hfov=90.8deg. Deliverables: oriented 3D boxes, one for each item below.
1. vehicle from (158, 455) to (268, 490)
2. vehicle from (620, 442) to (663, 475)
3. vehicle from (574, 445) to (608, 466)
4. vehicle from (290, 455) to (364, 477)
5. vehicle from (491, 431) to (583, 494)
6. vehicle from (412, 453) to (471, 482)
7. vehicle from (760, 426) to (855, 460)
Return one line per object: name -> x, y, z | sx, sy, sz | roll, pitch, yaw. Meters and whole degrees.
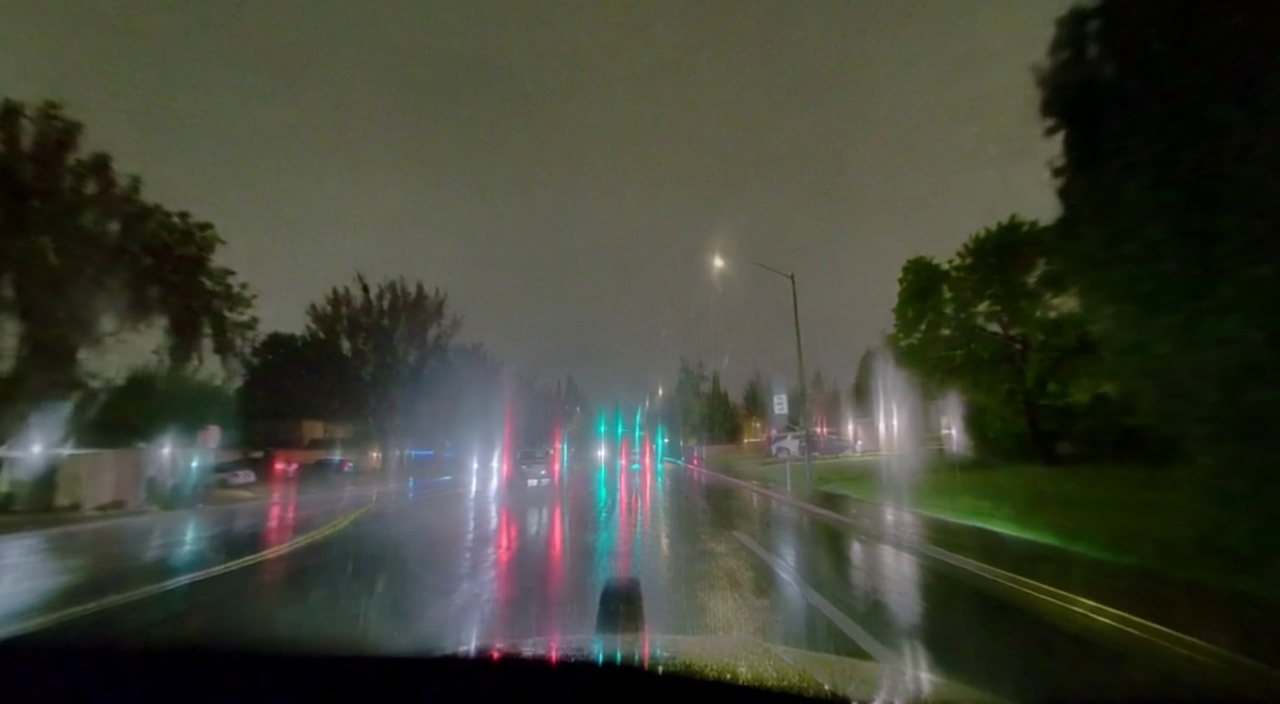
vehicle -> -22.175, 6.239, 32.929 | 4.203, 1.693, 2.072 | 0, -9, 1
vehicle -> 0.047, 5.332, 31.853 | 2.062, 1.518, 3.901 | 0, -9, -1
vehicle -> -3.714, 7.977, 49.021 | 2.268, 1.522, 4.350 | 0, -9, 0
vehicle -> -22.843, 8.293, 46.155 | 4.370, 1.496, 1.887 | 0, -9, -3
vehicle -> -3.163, 3.507, 20.335 | 2.157, 1.771, 4.452 | 0, -9, 1
vehicle -> -11.592, 6.756, 37.262 | 1.970, 1.554, 4.401 | 0, -9, 1
vehicle -> 11.126, 6.085, 42.360 | 5.552, 2.070, 2.533 | -1, -9, -3
